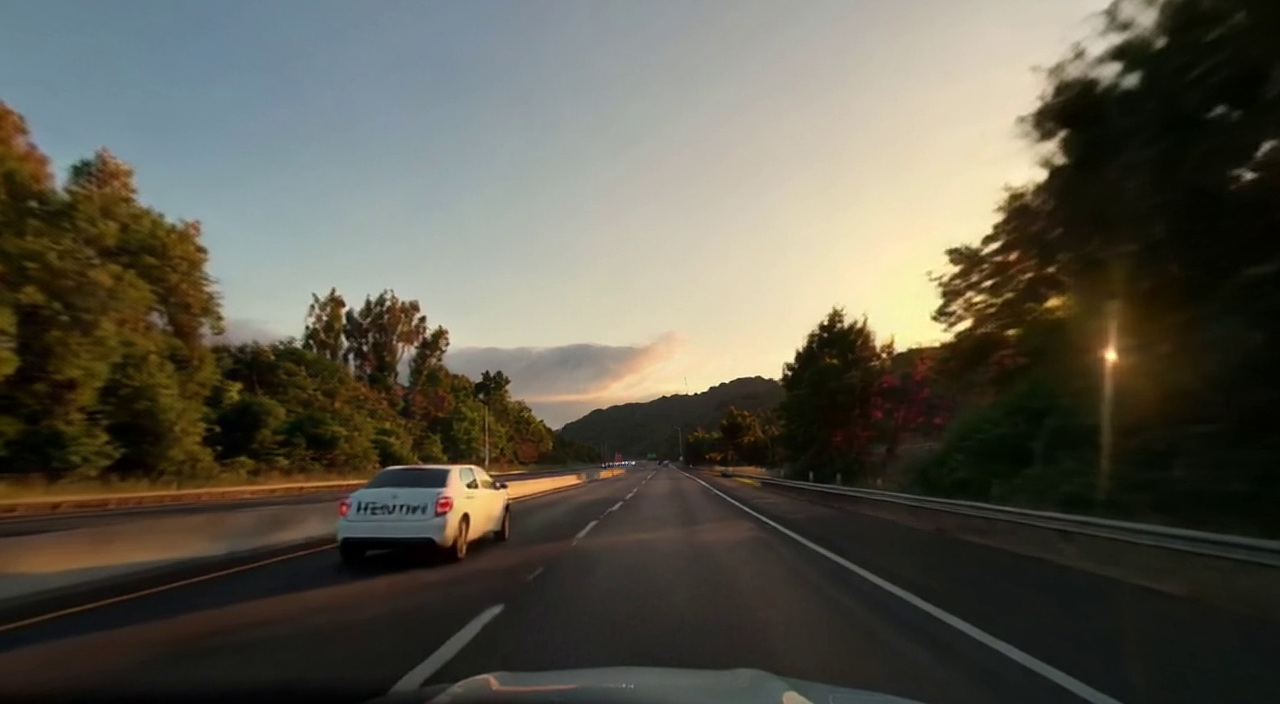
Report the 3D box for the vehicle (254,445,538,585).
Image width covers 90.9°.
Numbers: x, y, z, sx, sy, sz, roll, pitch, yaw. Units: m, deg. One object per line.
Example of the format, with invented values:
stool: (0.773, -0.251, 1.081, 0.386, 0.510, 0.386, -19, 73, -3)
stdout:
vehicle: (-3.123, 2.259, 9.551, 2.135, 1.506, 5.041, 0, -10, 2)
